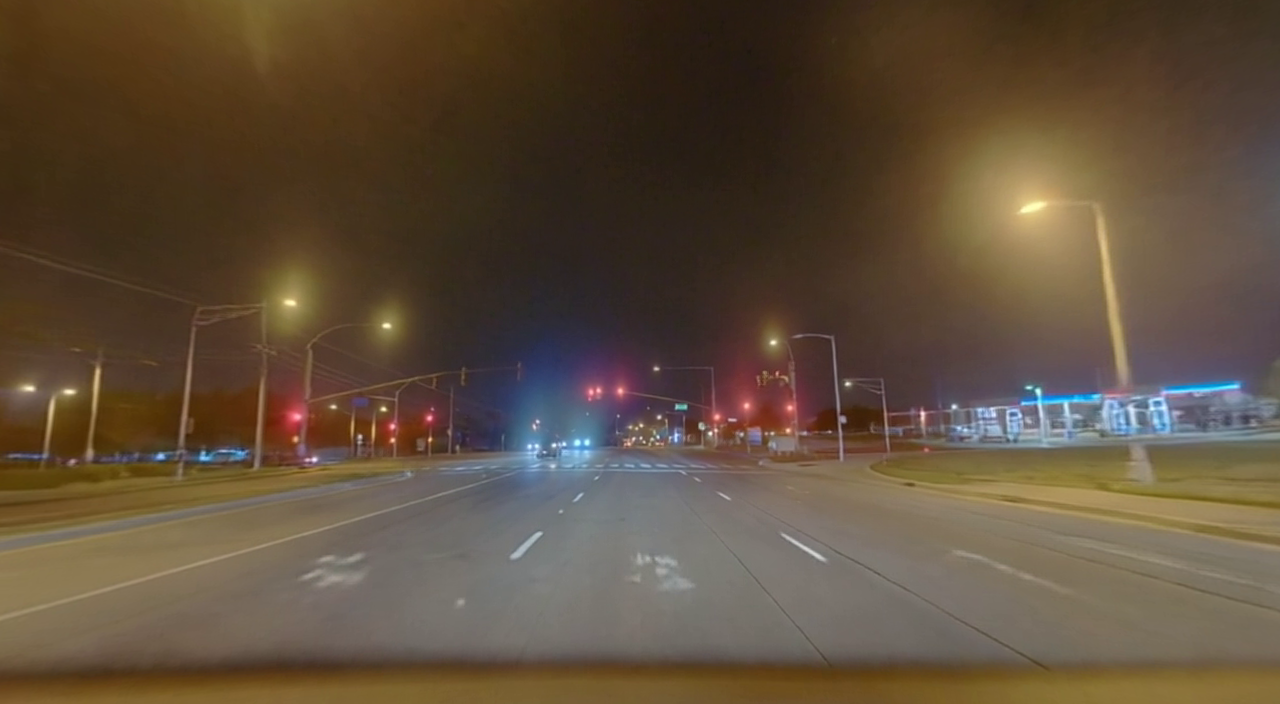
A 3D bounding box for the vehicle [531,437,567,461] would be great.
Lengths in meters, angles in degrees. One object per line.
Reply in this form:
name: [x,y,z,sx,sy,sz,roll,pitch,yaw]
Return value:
vehicle: [-6.889,7.399,48.420,2.074,1.692,4.333,-1,-8,0]
